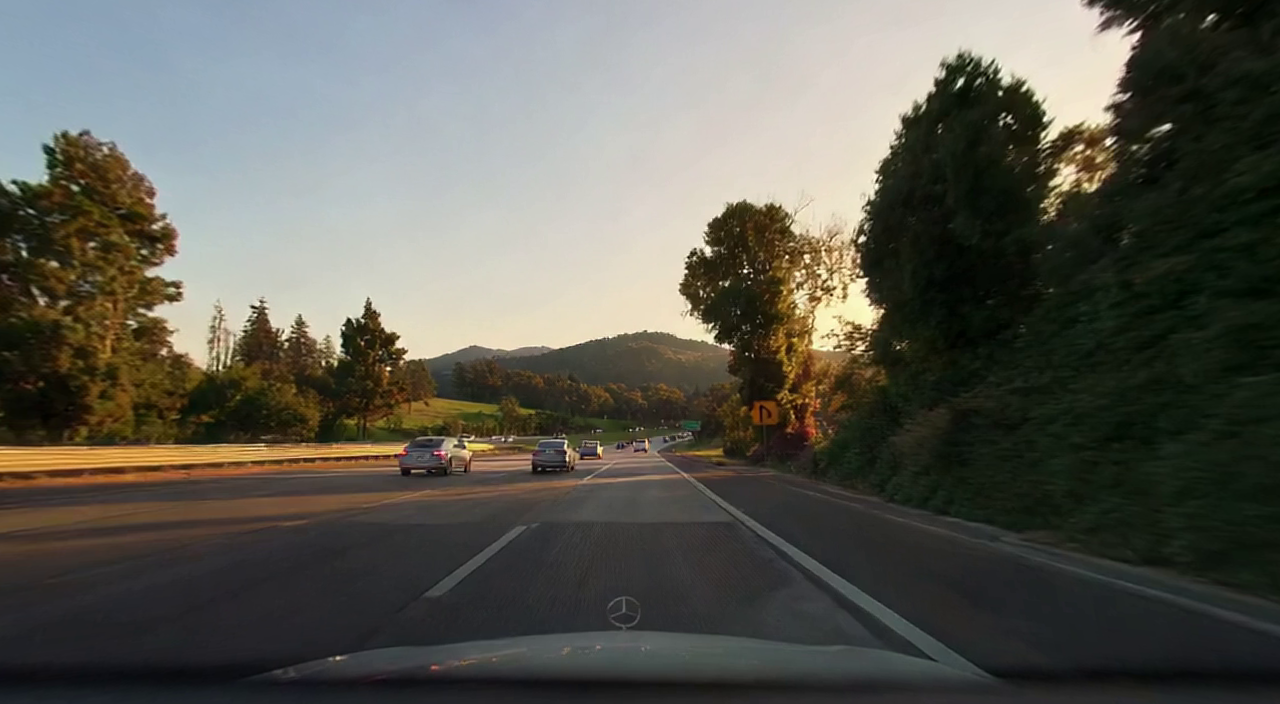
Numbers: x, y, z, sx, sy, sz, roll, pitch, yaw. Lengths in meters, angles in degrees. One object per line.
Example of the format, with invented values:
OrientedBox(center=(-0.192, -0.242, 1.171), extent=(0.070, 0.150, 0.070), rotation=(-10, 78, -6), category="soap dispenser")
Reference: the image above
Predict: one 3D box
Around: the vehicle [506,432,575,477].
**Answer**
OrientedBox(center=(-4.003, 4.230, 26.067), extent=(2.035, 1.673, 4.469), rotation=(0, -9, 1), category="vehicle")

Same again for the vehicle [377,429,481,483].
OrientedBox(center=(-7.377, 3.698, 22.571), extent=(2.108, 1.686, 4.556), rotation=(0, -9, 1), category="vehicle")
